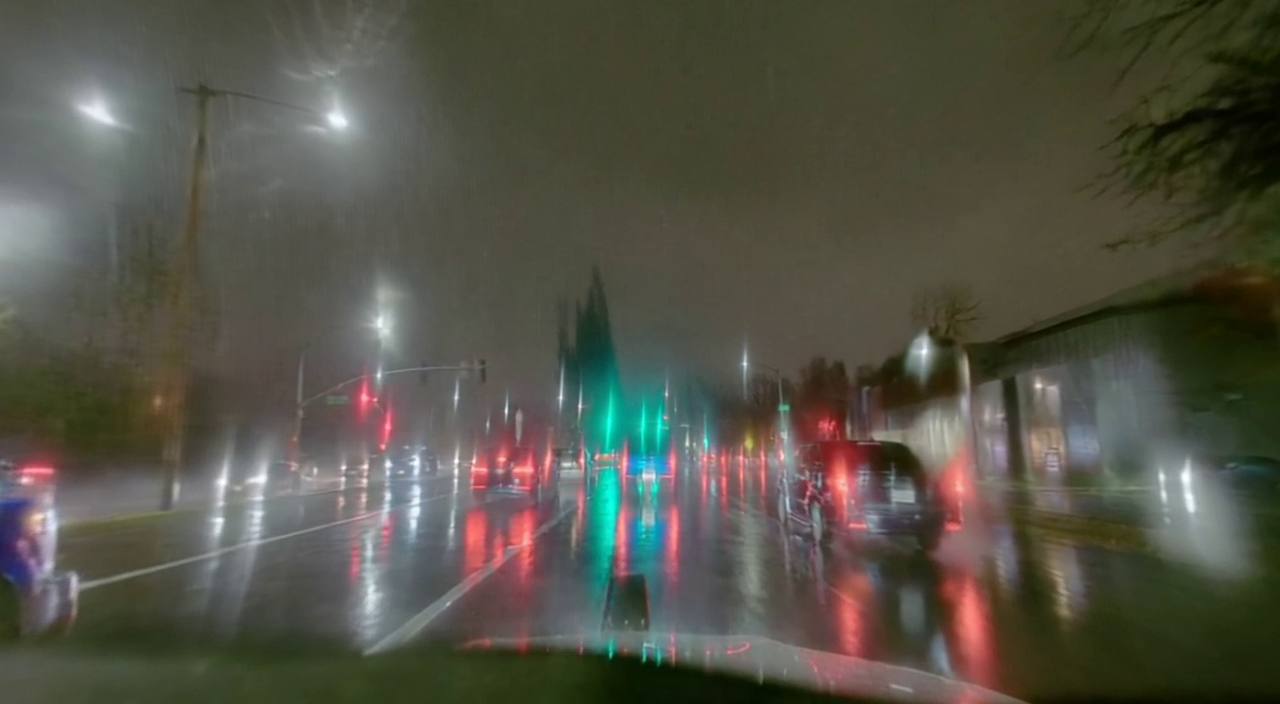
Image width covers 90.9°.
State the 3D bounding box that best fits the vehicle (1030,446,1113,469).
[{"bbox_3d":[32.387,7.951,47.403,4.631,1.658,1.900,-2,-9,10],"label":"vehicle"}]

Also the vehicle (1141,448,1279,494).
[{"bbox_3d":[22.257,4.382,23.648,2.003,1.515,4.939,3,-9,-22],"label":"vehicle"}]

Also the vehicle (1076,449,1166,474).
[{"bbox_3d":[32.054,7.295,42.099,4.345,1.437,1.896,-2,-8,4],"label":"vehicle"}]

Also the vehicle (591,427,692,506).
[{"bbox_3d":[0.036,3.191,18.072,2.493,1.934,4.957,0,-8,0],"label":"vehicle"}]

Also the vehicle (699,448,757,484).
[{"bbox_3d":[3.935,5.137,28.853,1.968,1.472,4.456,0,-8,0],"label":"vehicle"}]

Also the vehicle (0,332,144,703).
[{"bbox_3d":[-3.576,0.559,0.824,1.994,1.759,4.709,0,-8,0],"label":"vehicle"}]

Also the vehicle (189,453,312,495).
[{"bbox_3d":[-15.283,4.771,25.103,1.932,1.449,4.545,0,-8,1],"label":"vehicle"}]

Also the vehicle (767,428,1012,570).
[{"bbox_3d":[3.318,2.014,9.444,1.955,1.628,4.152,0,-8,0],"label":"vehicle"}]

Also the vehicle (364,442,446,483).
[{"bbox_3d":[-11.648,5.485,31.638,2.150,1.838,4.981,0,-8,0],"label":"vehicle"}]

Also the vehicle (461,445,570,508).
[{"bbox_3d":[-3.222,3.298,17.300,1.986,1.465,4.509,0,-8,1],"label":"vehicle"}]
